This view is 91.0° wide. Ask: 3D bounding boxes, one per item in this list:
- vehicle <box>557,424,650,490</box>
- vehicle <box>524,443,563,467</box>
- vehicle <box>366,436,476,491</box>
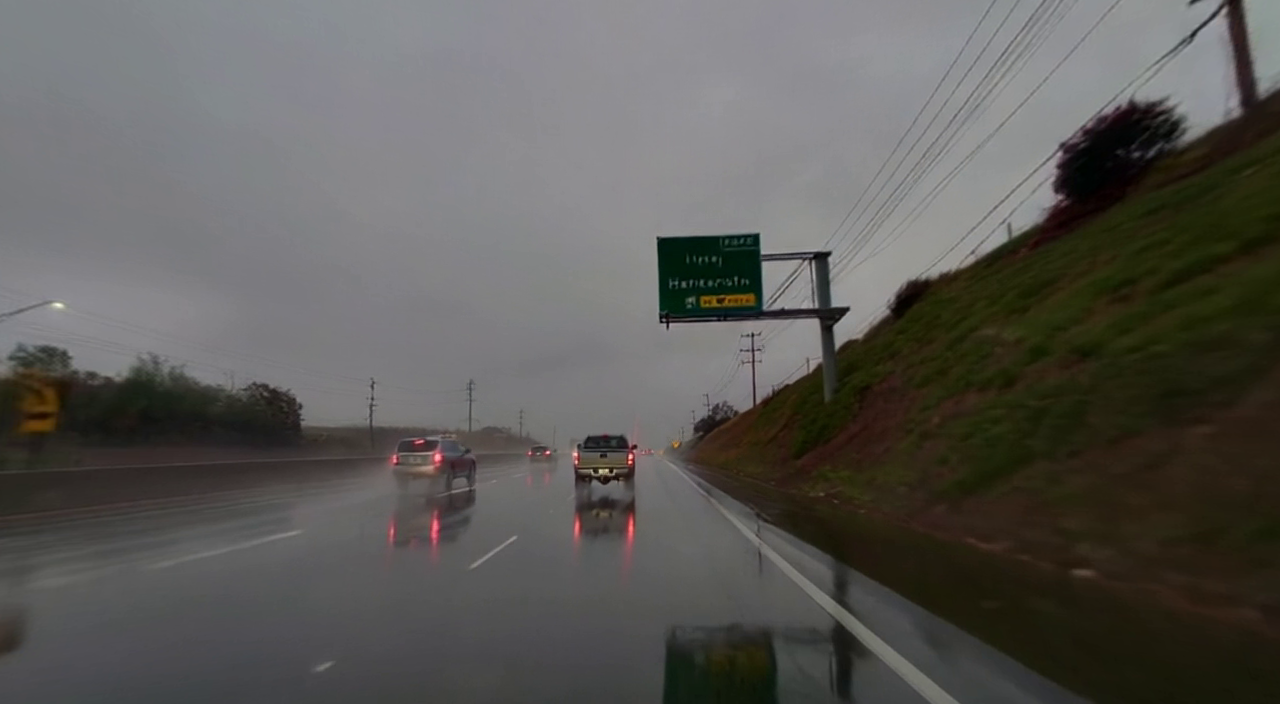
[{"bbox_3d":[-1.152,3.830,23.337,2.972,2.087,6.126,0,-9,0],"label":"vehicle"},{"bbox_3d":[-7.354,7.867,48.369,2.143,1.688,4.776,0,-9,1],"label":"vehicle"},{"bbox_3d":[-7.172,3.685,21.191,2.055,1.618,4.457,0,-9,1],"label":"vehicle"}]
